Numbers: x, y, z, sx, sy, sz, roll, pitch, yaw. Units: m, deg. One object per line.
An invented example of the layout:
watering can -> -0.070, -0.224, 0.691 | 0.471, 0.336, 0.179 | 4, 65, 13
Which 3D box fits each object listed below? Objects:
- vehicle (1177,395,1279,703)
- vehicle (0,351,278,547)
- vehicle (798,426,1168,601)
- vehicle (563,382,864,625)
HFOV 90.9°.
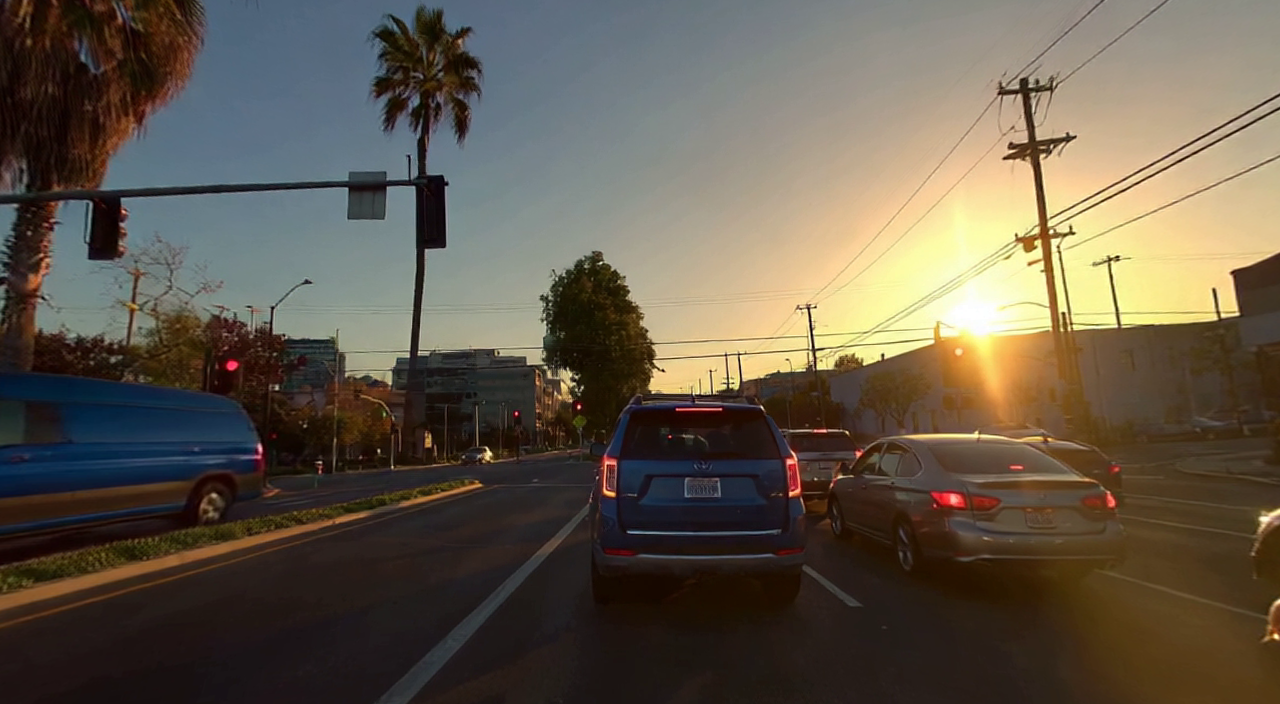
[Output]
vehicle -> 3.362, 0.644, 0.650 | 1.805, 1.485, 4.348 | 0, -9, 1
vehicle -> -14.052, 2.290, 14.960 | 2.973, 3.889, 11.535 | -1, -9, 6
vehicle -> 3.442, 1.684, 7.500 | 1.895, 1.456, 4.255 | 0, -9, -2
vehicle -> 0.467, 1.435, 6.876 | 2.228, 1.780, 4.269 | 0, -9, -2
